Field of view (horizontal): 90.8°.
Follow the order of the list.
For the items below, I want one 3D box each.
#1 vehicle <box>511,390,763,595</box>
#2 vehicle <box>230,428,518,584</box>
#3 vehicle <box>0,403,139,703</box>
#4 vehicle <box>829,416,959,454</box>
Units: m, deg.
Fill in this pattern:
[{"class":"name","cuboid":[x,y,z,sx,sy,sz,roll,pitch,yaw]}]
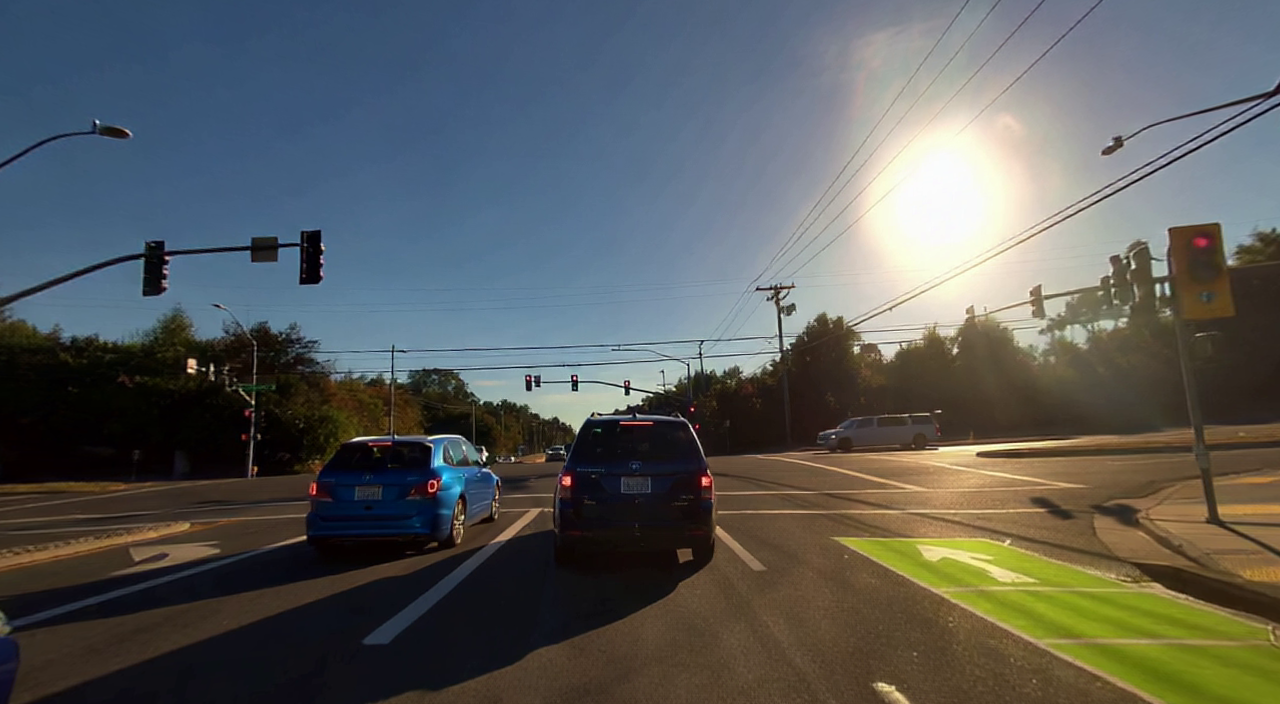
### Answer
[{"class":"vehicle","cuboid":[-0.055,1.519,7.606,2.182,1.773,4.041,0,-8,-1]},{"class":"vehicle","cuboid":[-2.934,1.765,8.015,1.969,1.486,3.702,0,-8,1]},{"class":"vehicle","cuboid":[-3.349,0.662,0.439,1.928,1.488,4.936,0,-8,0]},{"class":"vehicle","cuboid":[13.845,4.601,34.831,6.143,1.944,2.229,-1,-8,5]}]
